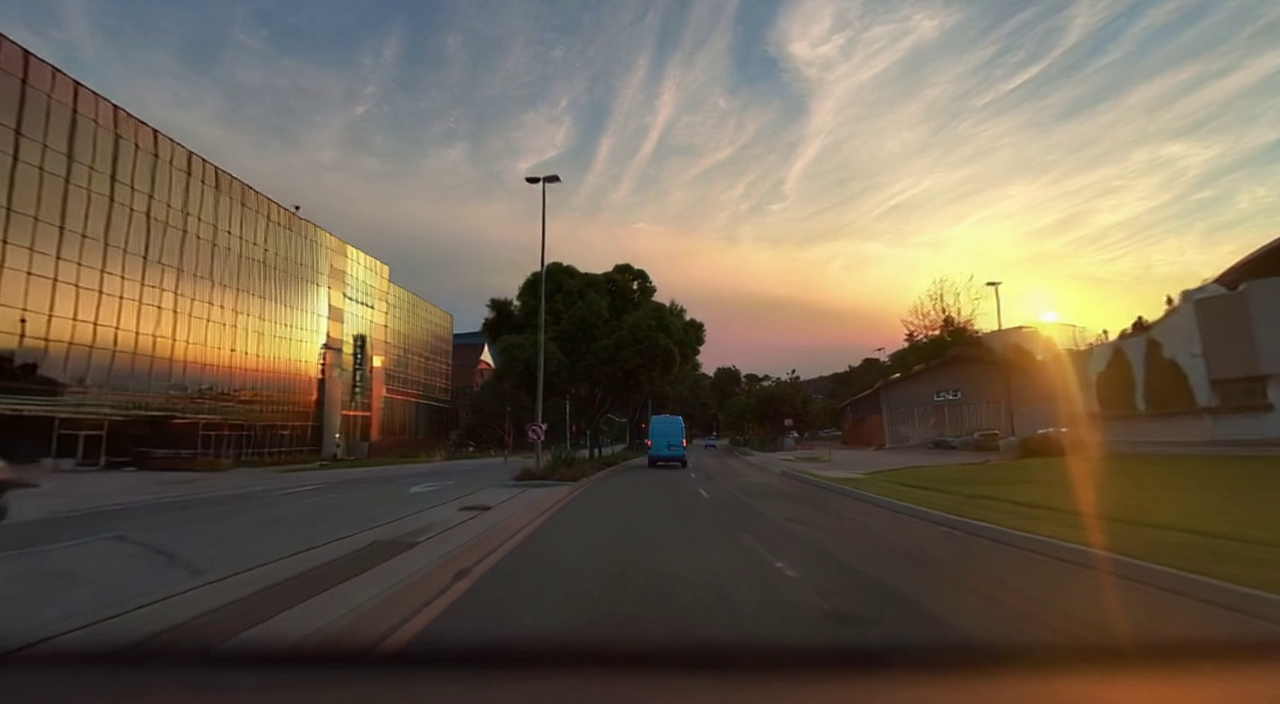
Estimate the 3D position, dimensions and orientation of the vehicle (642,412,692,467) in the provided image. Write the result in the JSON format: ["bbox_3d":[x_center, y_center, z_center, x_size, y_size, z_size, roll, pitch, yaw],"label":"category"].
[{"bbox_3d":[1.591,4.836,34.914,2.435,2.816,5.232,-1,-8,5],"label":"vehicle"}]
